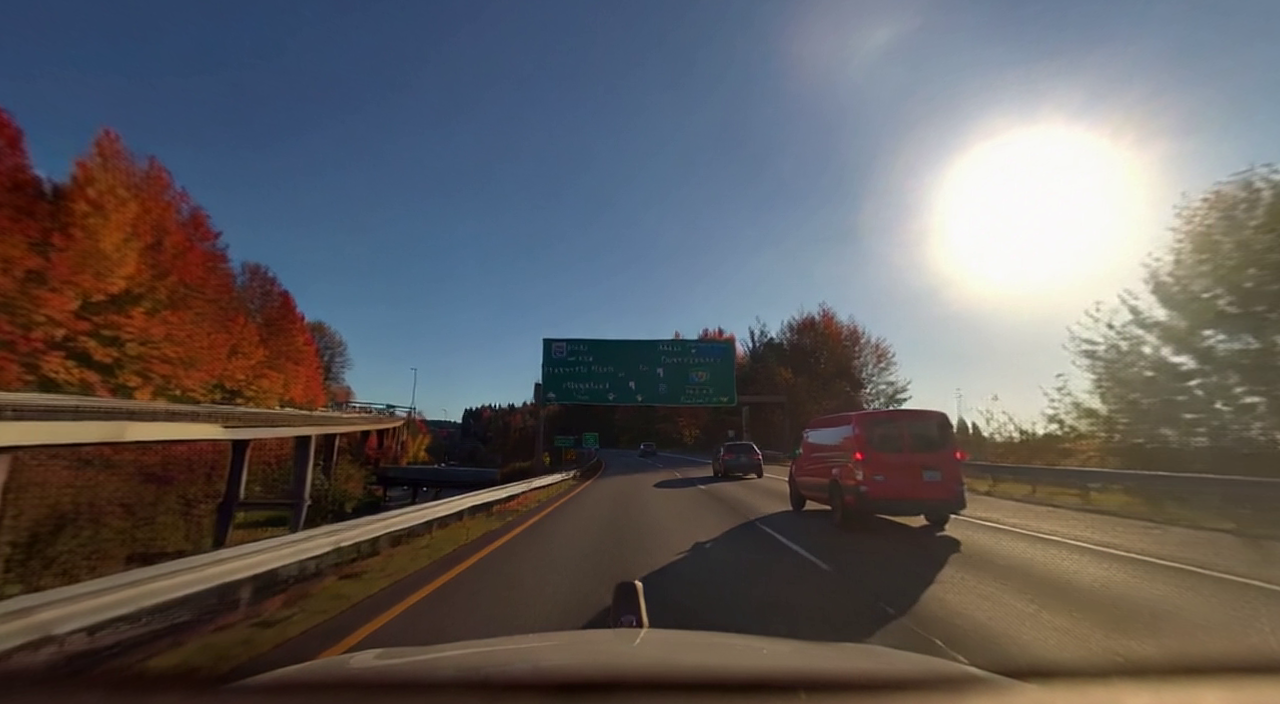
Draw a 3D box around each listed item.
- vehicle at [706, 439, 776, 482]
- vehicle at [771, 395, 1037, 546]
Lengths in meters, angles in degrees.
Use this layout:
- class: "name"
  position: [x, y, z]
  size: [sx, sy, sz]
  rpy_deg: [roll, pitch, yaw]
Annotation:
- class: "vehicle"
  position: [3.947, 4.310, 25.189]
  size: [1.952, 1.536, 4.036]
  rpy_deg: [0, -9, -2]
- class: "vehicle"
  position: [3.957, 1.915, 10.679]
  size: [2.205, 1.923, 4.956]
  rpy_deg: [0, -9, -2]
